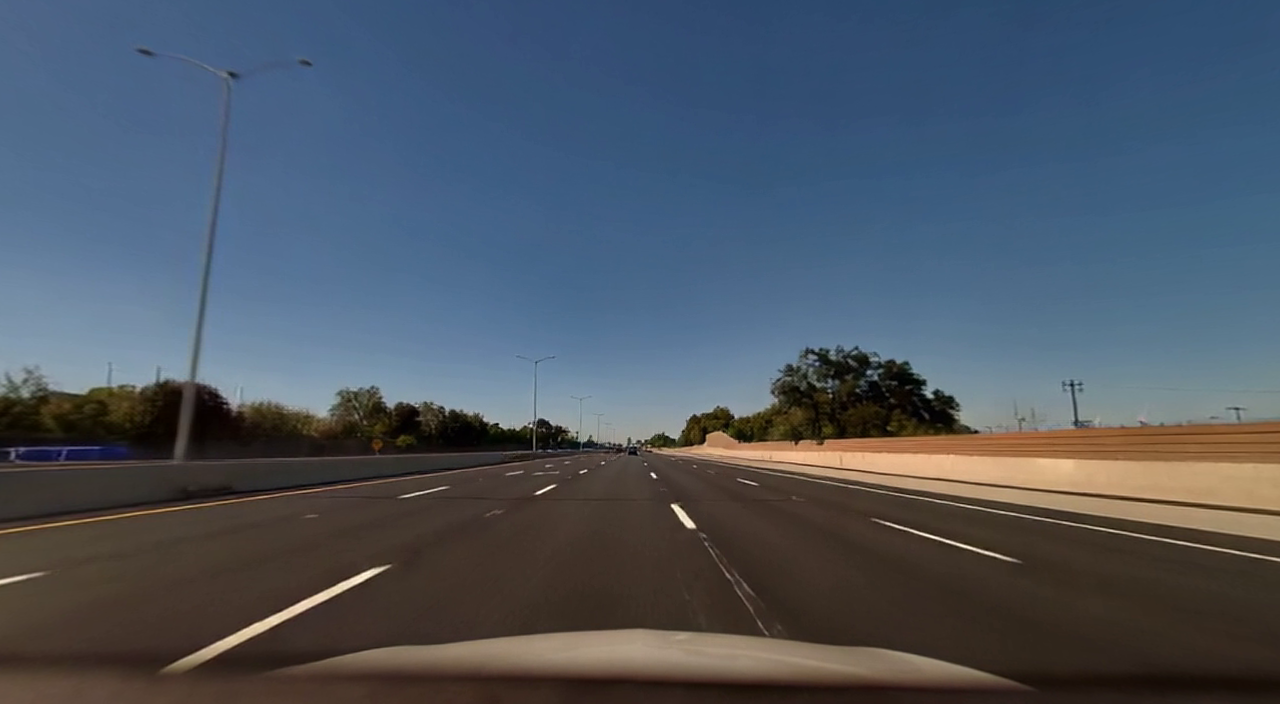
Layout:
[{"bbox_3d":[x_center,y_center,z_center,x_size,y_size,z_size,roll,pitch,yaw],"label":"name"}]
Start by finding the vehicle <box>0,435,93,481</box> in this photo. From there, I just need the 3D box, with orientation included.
[{"bbox_3d":[-43.687,7.391,43.879,8.140,3.042,2.933,0,-9,-1],"label":"vehicle"}]
